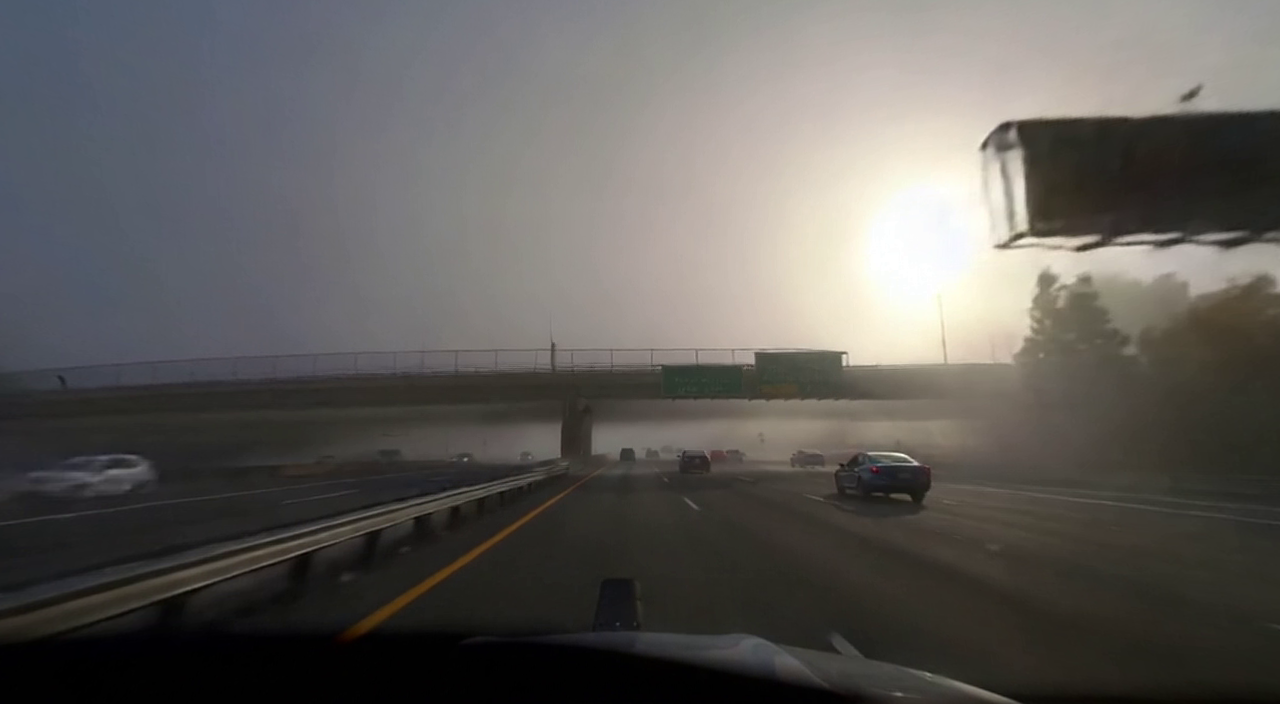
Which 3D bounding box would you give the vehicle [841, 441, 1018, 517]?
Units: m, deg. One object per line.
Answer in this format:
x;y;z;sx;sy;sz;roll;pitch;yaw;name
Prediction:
6.540;2.894;14.964;1.952;1.489;4.483;0;-9;-2;vehicle

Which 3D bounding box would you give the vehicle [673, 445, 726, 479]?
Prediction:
2.809;5.332;30.890;1.993;1.507;4.594;0;-9;-2;vehicle

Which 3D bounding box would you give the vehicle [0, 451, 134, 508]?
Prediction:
-20.695;4.383;22.215;1.973;1.727;4.537;0;-9;0;vehicle

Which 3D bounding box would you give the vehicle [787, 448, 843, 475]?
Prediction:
9.860;6.168;35.872;1.838;1.440;4.121;0;-9;-2;vehicle
